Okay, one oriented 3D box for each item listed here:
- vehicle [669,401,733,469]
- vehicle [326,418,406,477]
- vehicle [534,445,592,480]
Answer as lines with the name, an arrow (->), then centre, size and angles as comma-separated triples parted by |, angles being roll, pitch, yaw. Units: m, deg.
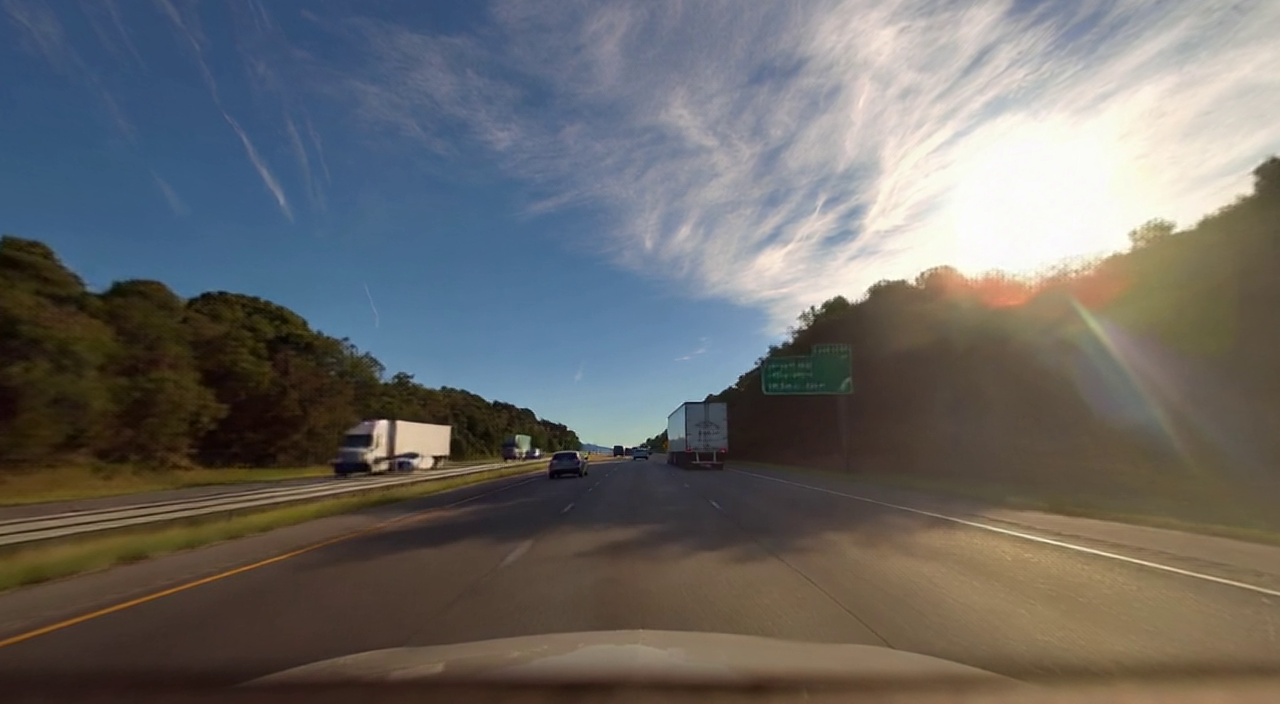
vehicle -> 3.953, 6.082, 44.896 | 2.974, 4.083, 14.389 | 0, -9, -1
vehicle -> -19.386, 6.834, 45.112 | 2.990, 3.854, 5.965 | 0, -9, -1
vehicle -> -3.414, 5.001, 28.783 | 2.121, 1.445, 4.651 | 0, -9, -1
